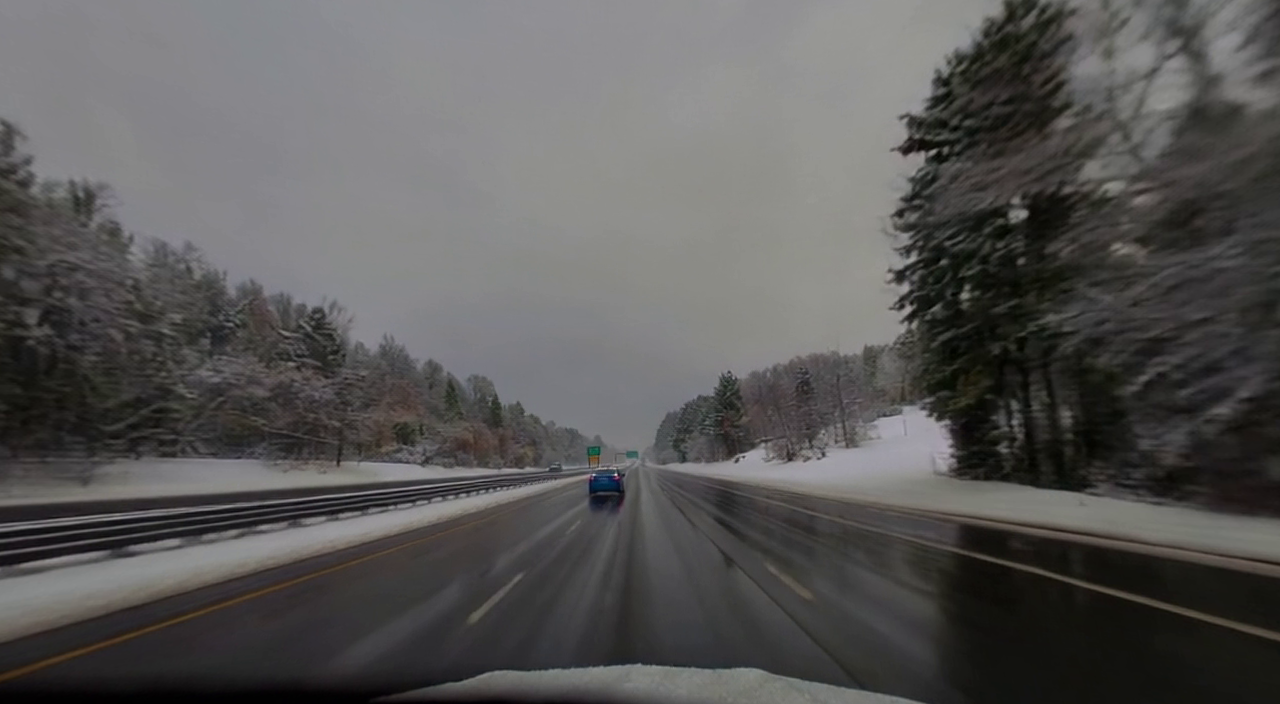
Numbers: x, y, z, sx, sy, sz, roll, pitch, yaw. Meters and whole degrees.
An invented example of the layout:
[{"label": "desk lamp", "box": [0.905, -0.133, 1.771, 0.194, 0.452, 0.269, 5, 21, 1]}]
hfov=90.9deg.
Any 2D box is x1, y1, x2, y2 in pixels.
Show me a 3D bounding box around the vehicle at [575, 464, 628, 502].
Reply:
[{"label": "vehicle", "box": [-1.641, 5.869, 28.463, 2.016, 1.530, 4.009, 1, -11, 2]}]
